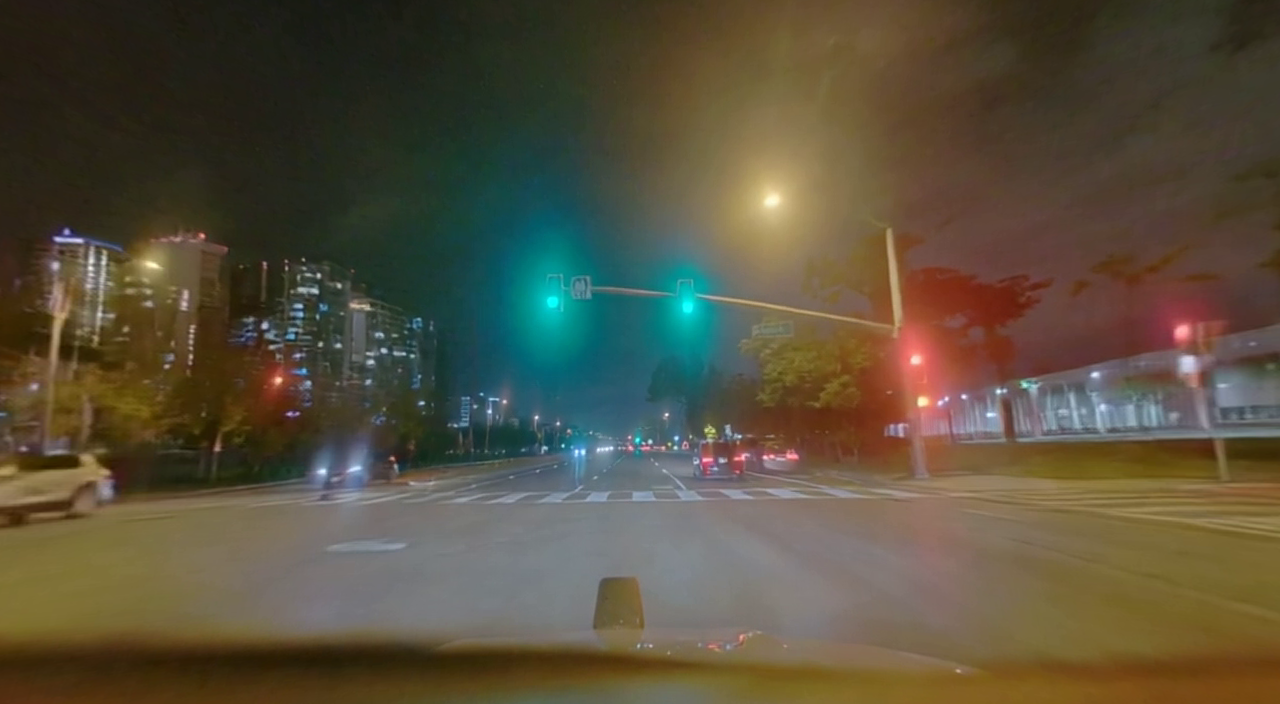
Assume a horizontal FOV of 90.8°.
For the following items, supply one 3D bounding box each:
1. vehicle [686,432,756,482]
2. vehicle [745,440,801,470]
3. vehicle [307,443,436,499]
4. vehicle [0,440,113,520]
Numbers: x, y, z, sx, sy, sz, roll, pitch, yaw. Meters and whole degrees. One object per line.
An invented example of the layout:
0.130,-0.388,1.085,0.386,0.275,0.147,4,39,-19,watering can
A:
3.102,4.120,25.089,2.069,1.761,4.610,0,-8,-1,vehicle
7.125,5.571,34.460,2.007,1.491,4.815,0,-8,0,vehicle
-7.967,3.536,19.313,1.963,1.472,4.584,0,-8,-1,vehicle
-15.440,2.970,14.871,2.021,1.786,4.624,0,-8,0,vehicle
